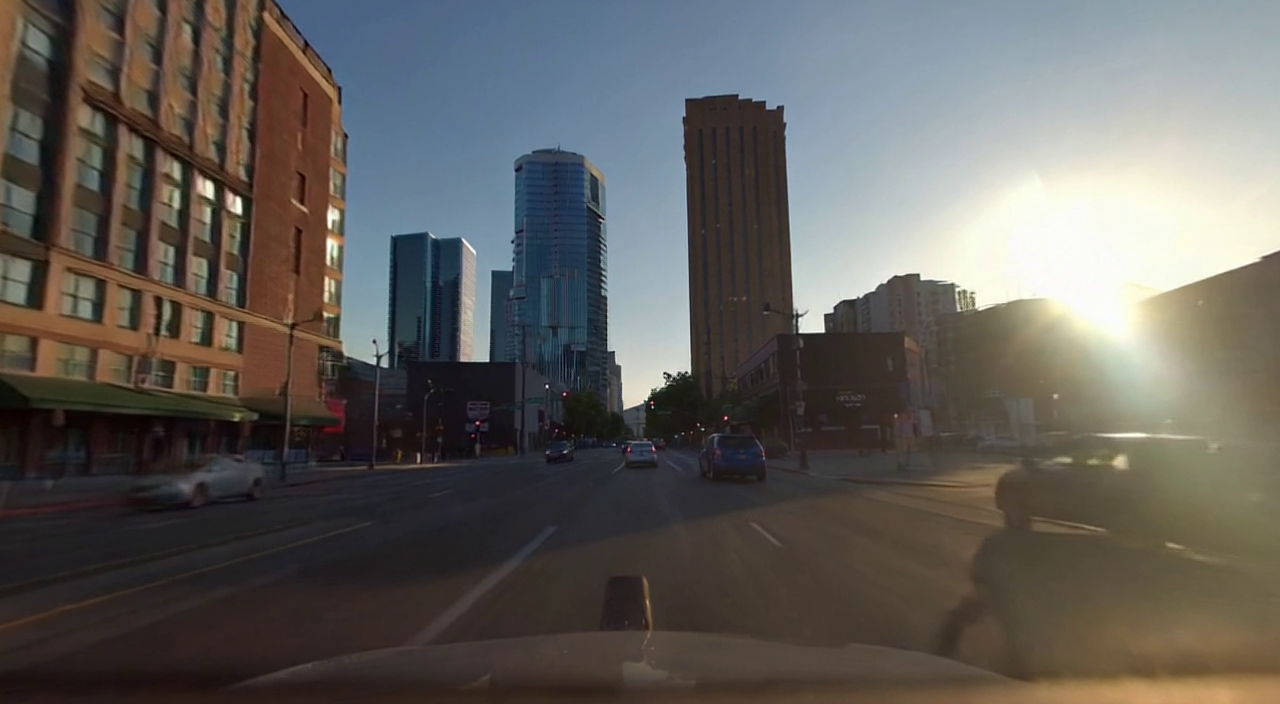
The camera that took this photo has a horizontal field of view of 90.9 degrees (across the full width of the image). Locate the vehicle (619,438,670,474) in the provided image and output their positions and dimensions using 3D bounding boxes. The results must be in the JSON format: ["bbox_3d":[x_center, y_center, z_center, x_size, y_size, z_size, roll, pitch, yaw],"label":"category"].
[{"bbox_3d":[0.234,4.883,29.817,2.245,1.587,4.094,0,-9,1],"label":"vehicle"}]

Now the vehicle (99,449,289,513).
[{"bbox_3d":[-12.072,3.471,17.555,2.023,1.496,4.529,0,-9,-1],"label":"vehicle"}]

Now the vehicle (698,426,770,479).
[{"bbox_3d":[3.724,4.117,25.921,2.159,1.938,4.836,0,-9,0],"label":"vehicle"}]

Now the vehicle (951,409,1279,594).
[{"bbox_3d":[6.671,1.943,9.052,2.056,1.877,4.597,-3,-9,2],"label":"vehicle"}]
